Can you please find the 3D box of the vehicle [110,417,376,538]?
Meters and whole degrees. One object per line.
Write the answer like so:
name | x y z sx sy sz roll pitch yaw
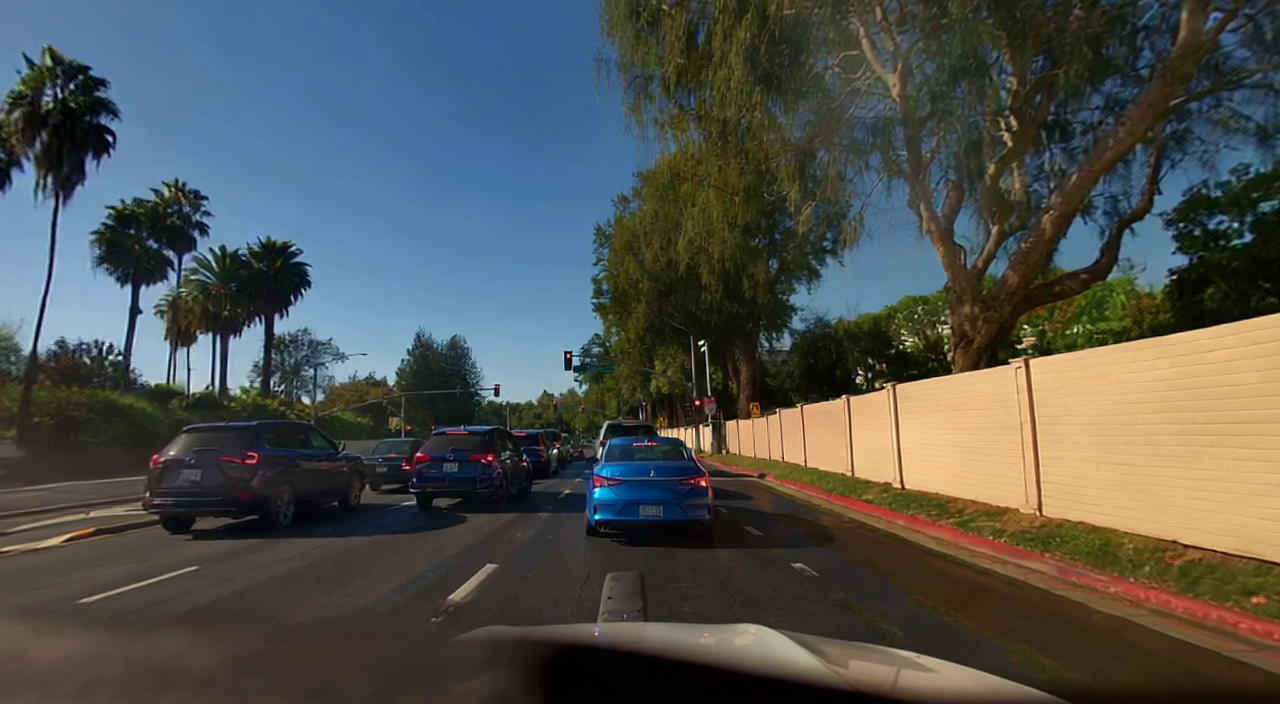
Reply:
vehicle | -6.675 2.139 11.386 1.963 1.721 4.467 0 -8 -2

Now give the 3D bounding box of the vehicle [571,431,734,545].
vehicle | 0.080 2.101 10.452 2.128 1.473 4.272 0 -8 -2

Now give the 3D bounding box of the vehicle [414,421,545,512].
vehicle | -3.442 2.552 14.454 2.007 1.746 4.136 0 -8 -2
